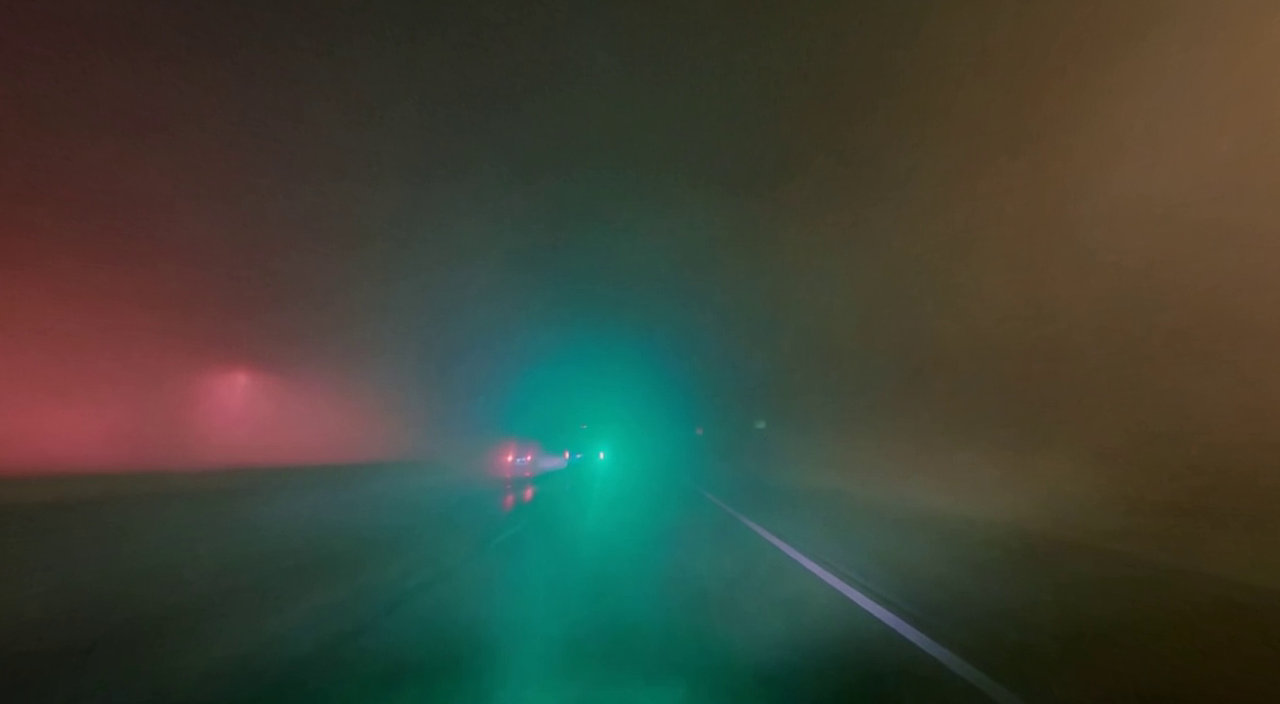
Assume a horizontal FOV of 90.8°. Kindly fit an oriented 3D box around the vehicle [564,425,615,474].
[{"bbox_3d":[-2.814,5.694,36.800,2.437,2.565,5.829,0,-9,1],"label":"vehicle"}]

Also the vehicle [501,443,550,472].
[{"bbox_3d":[-7.066,6.585,39.431,2.164,1.664,4.252,0,-9,1],"label":"vehicle"}]
